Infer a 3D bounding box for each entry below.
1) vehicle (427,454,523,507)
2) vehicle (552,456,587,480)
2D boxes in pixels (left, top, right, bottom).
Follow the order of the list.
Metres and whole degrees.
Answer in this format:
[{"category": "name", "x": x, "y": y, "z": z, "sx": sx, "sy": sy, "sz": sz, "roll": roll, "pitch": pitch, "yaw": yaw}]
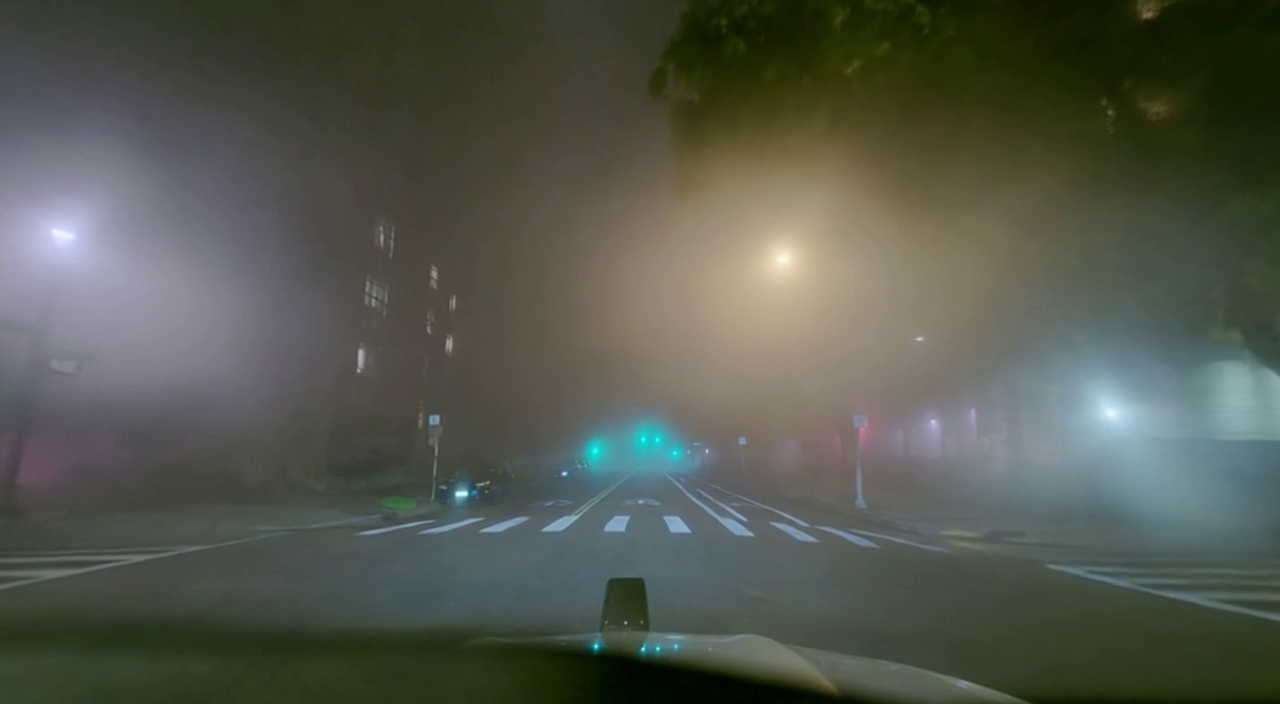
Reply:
[{"category": "vehicle", "x": -5.807, "y": 4.565, "z": 22.858, "sx": 2.223, "sy": 1.658, "sz": 4.621, "roll": 0, "pitch": -9, "yaw": 0}, {"category": "vehicle", "x": -5.465, "y": 9.047, "z": 49.533, "sx": 2.147, "sy": 1.701, "sz": 4.879, "roll": 0, "pitch": -9, "yaw": 1}]
